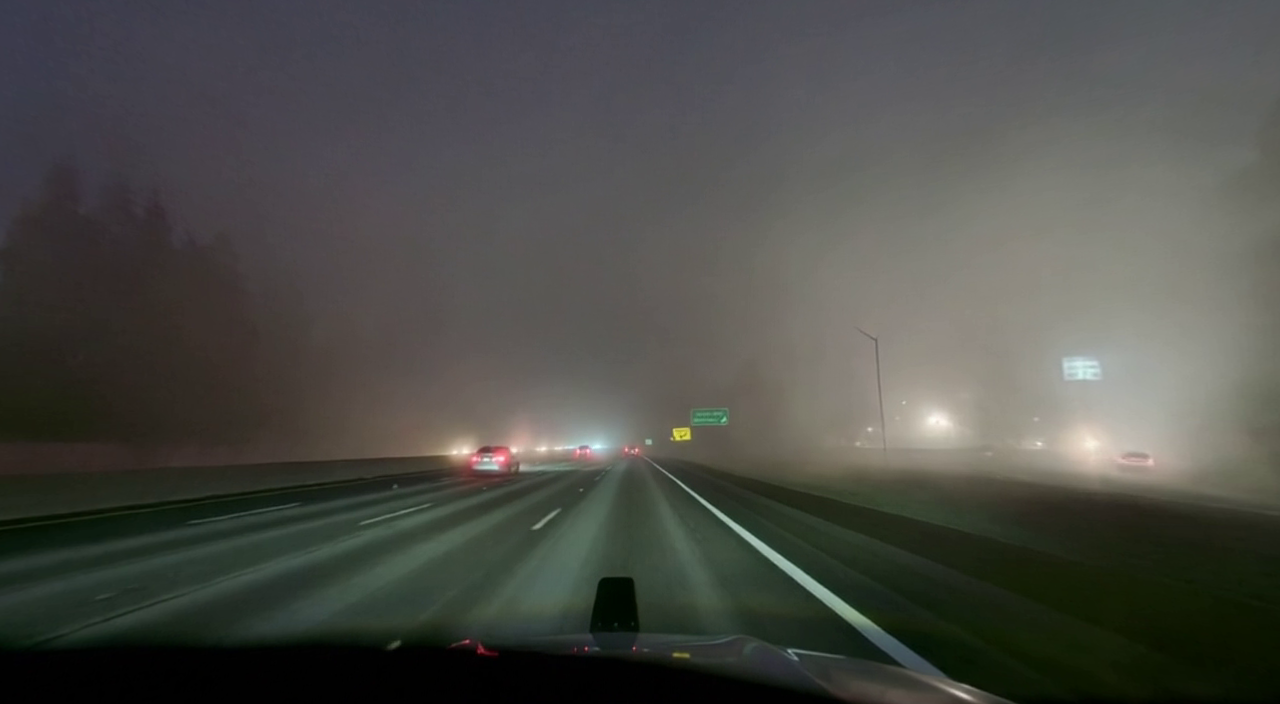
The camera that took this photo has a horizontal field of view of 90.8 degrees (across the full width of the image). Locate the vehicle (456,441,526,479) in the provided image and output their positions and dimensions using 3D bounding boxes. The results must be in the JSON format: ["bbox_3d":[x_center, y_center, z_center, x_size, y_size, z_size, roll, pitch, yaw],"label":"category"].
[{"bbox_3d":[-6.797,4.960,29.320,2.016,1.606,4.806,0,-9,1],"label":"vehicle"}]
